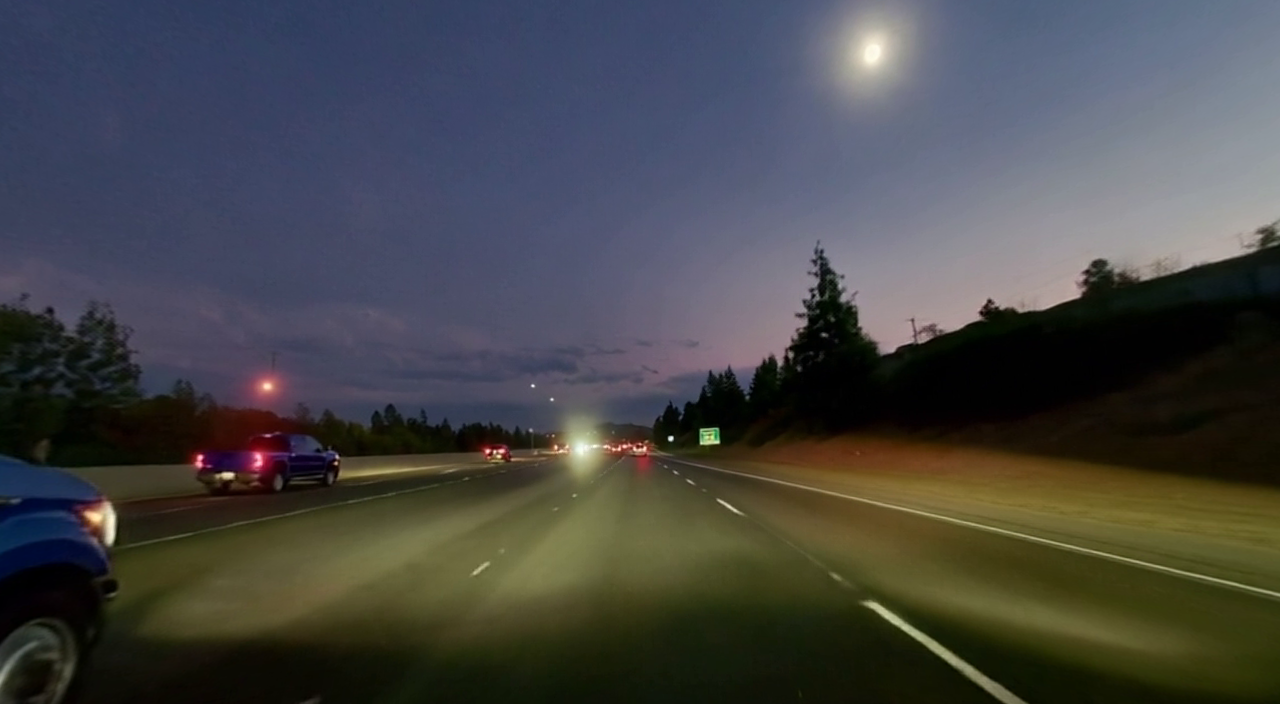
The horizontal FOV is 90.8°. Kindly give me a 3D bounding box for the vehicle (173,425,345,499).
[{"bbox_3d":[-10.864,3.183,18.593,2.012,1.875,4.895,0,-9,0],"label":"vehicle"}]
